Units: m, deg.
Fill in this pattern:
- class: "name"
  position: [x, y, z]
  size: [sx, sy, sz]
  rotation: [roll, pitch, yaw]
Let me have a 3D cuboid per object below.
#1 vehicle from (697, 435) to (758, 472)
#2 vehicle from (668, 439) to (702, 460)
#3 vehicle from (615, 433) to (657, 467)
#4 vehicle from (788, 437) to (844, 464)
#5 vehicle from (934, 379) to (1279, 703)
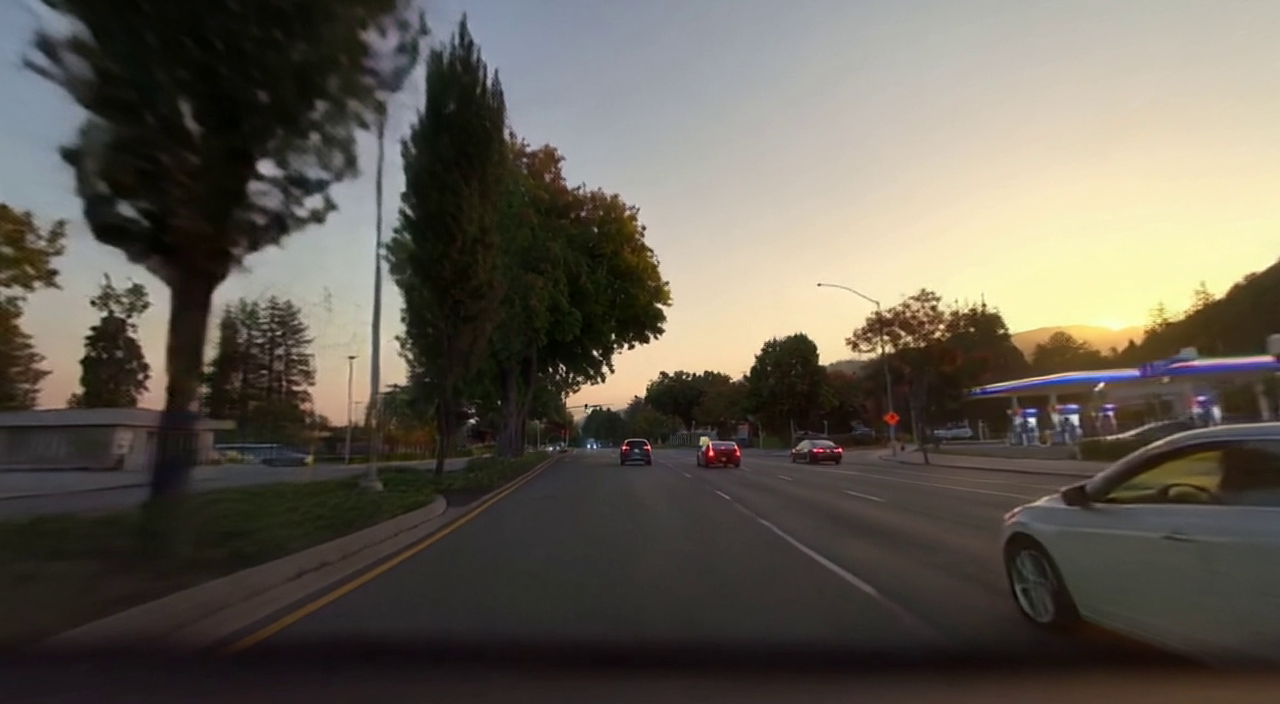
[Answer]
- class: "vehicle"
  position: [3.843, 4.554, 28.259]
  size: [1.980, 1.515, 4.362]
  rotation: [0, -8, -2]
- class: "vehicle"
  position: [3.237, 7.163, 46.140]
  size: [2.114, 1.473, 4.495]
  rotation: [0, -8, -1]
- class: "vehicle"
  position: [-0.233, 5.350, 34.313]
  size: [2.172, 1.694, 4.055]
  rotation: [0, -8, -1]
- class: "vehicle"
  position: [10.022, 5.656, 36.129]
  size: [1.906, 1.488, 4.251]
  rotation: [0, -8, -1]
- class: "vehicle"
  position: [3.575, 0.940, 2.926]
  size: [2.119, 1.509, 4.756]
  rotation: [0, -8, 0]
